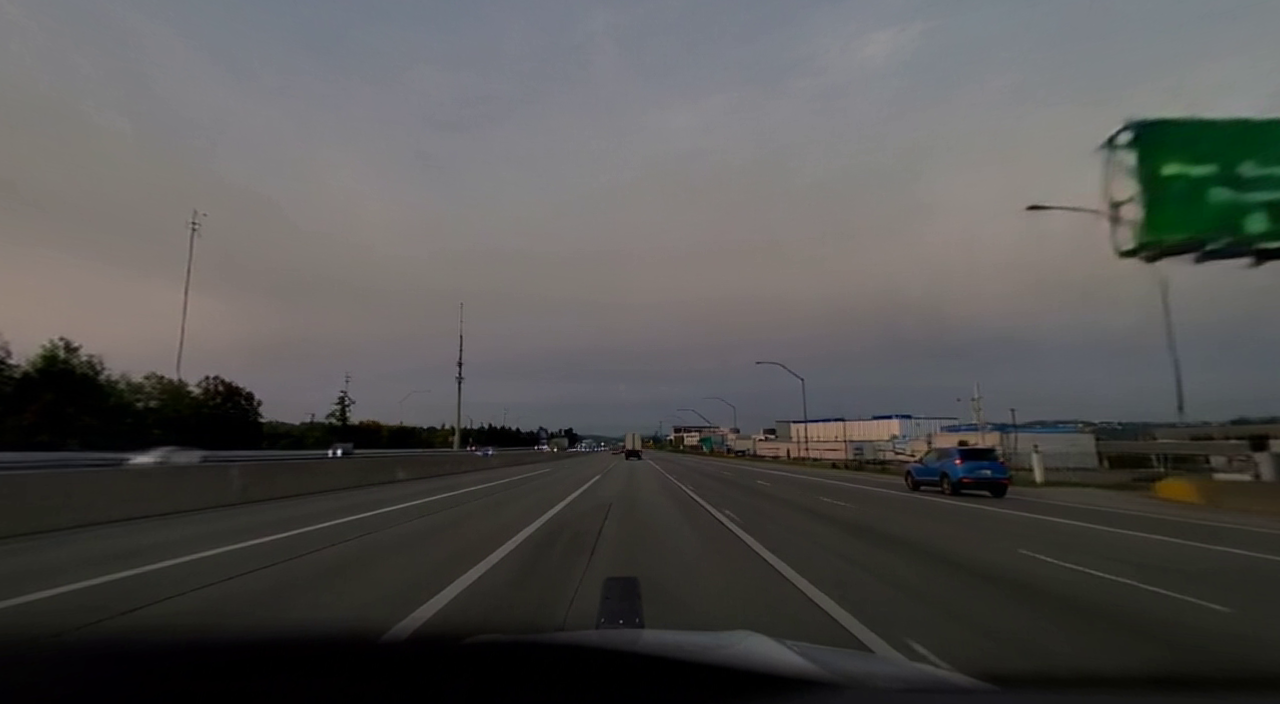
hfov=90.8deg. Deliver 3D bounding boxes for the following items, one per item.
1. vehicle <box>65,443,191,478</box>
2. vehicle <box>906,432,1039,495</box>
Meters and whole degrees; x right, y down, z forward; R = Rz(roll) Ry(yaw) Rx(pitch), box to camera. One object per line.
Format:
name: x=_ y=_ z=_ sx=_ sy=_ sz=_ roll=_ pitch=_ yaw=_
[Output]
vehicle: x=-23.895 y=5.081 z=29.750 sx=1.966 sy=1.494 sz=4.762 roll=0 pitch=-9 yaw=-1
vehicle: x=13.588 y=4.574 z=26.347 sx=2.411 sy=2.326 sz=5.300 roll=0 pitch=-9 yaw=-3
